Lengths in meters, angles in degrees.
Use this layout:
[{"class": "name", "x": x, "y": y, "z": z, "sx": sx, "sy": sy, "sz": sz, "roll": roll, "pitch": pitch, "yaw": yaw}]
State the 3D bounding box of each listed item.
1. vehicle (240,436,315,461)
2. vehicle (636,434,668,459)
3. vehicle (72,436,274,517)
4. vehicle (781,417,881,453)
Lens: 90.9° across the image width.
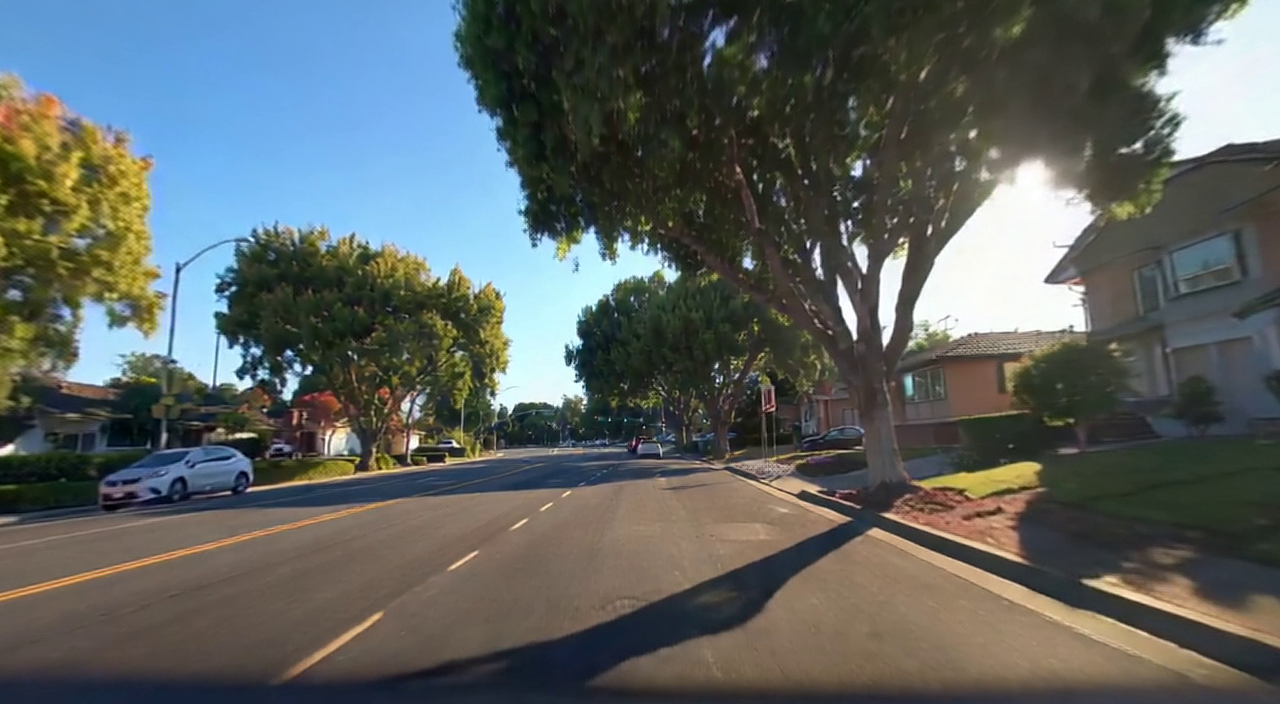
[{"class": "vehicle", "x": -28.209, "y": 7.469, "z": 49.070, "sx": 5.100, "sy": 1.864, "sz": 2.490, "roll": -4, "pitch": -9, "yaw": 25}, {"class": "vehicle", "x": 0.838, "y": 6.473, "z": 43.223, "sx": 2.088, "sy": 1.607, "sz": 3.903, "roll": 0, "pitch": -8, "yaw": 2}, {"class": "vehicle", "x": -14.090, "y": 3.698, "z": 19.600, "sx": 2.337, "sy": 1.850, "sz": 5.448, "roll": -4, "pitch": -6, "yaw": -2}, {"class": "vehicle", "x": 10.450, "y": 4.597, "z": 34.754, "sx": 4.746, "sy": 1.485, "sz": 1.916, "roll": -5, "pitch": -8, "yaw": 0}]
